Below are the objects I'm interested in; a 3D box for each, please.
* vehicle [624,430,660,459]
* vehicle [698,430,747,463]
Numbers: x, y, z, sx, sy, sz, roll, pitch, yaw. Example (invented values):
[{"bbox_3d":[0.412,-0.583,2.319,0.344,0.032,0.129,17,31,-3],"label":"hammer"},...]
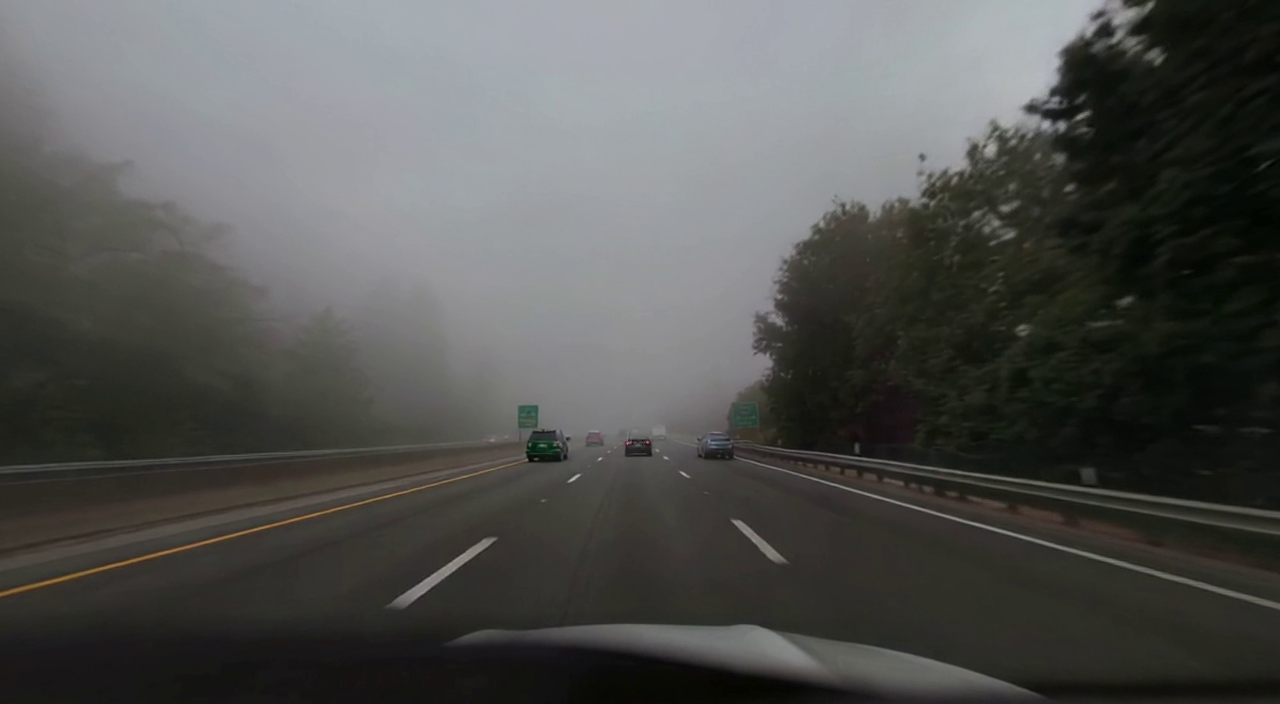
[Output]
[{"bbox_3d":[0.089,5.081,34.778,1.869,1.466,3.356,0,-7,-1],"label":"vehicle"},{"bbox_3d":[4.005,4.621,31.144,1.841,1.491,3.869,0,-7,-1],"label":"vehicle"}]
